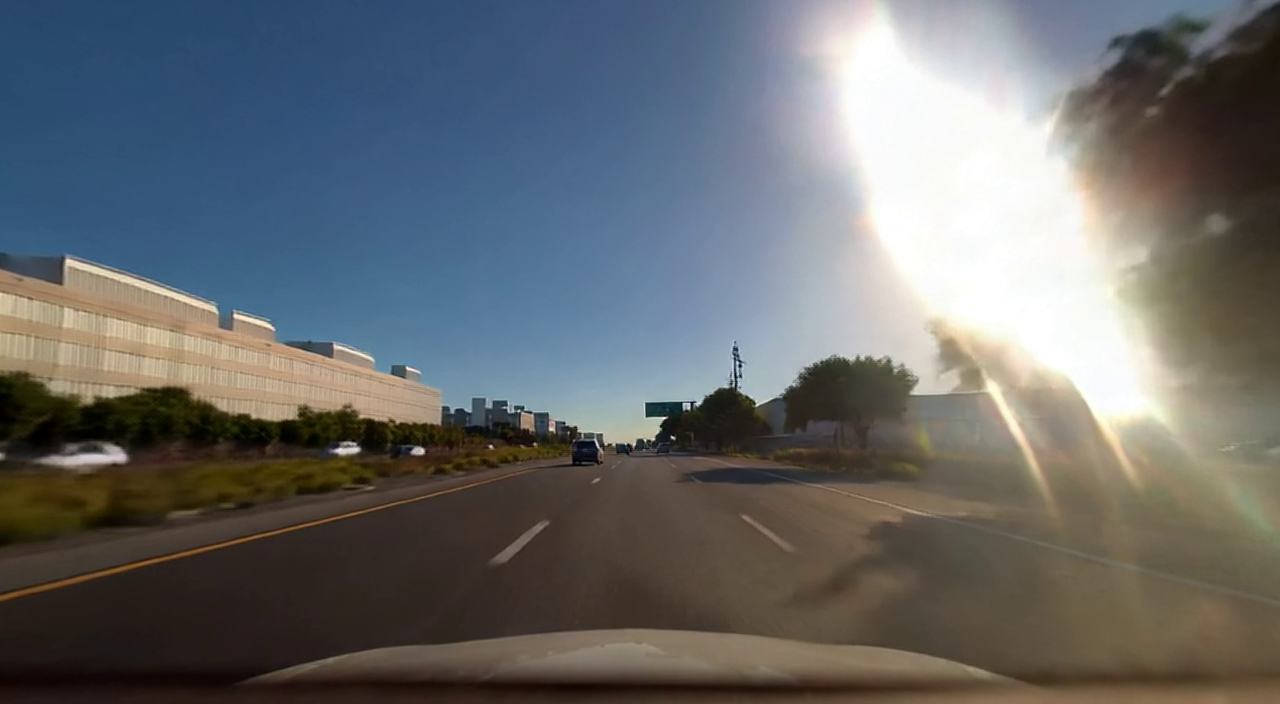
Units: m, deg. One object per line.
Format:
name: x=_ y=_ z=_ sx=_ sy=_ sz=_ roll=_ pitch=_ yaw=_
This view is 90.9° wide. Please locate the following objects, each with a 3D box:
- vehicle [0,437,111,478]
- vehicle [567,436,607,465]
vehicle: x=-28.202 y=4.947 z=29.855 sx=1.975 sy=1.771 sz=4.906 roll=0 pitch=-8 yaw=1
vehicle: x=-3.570 y=6.751 z=43.382 sx=2.218 sy=1.850 sz=4.774 roll=0 pitch=-8 yaw=1
